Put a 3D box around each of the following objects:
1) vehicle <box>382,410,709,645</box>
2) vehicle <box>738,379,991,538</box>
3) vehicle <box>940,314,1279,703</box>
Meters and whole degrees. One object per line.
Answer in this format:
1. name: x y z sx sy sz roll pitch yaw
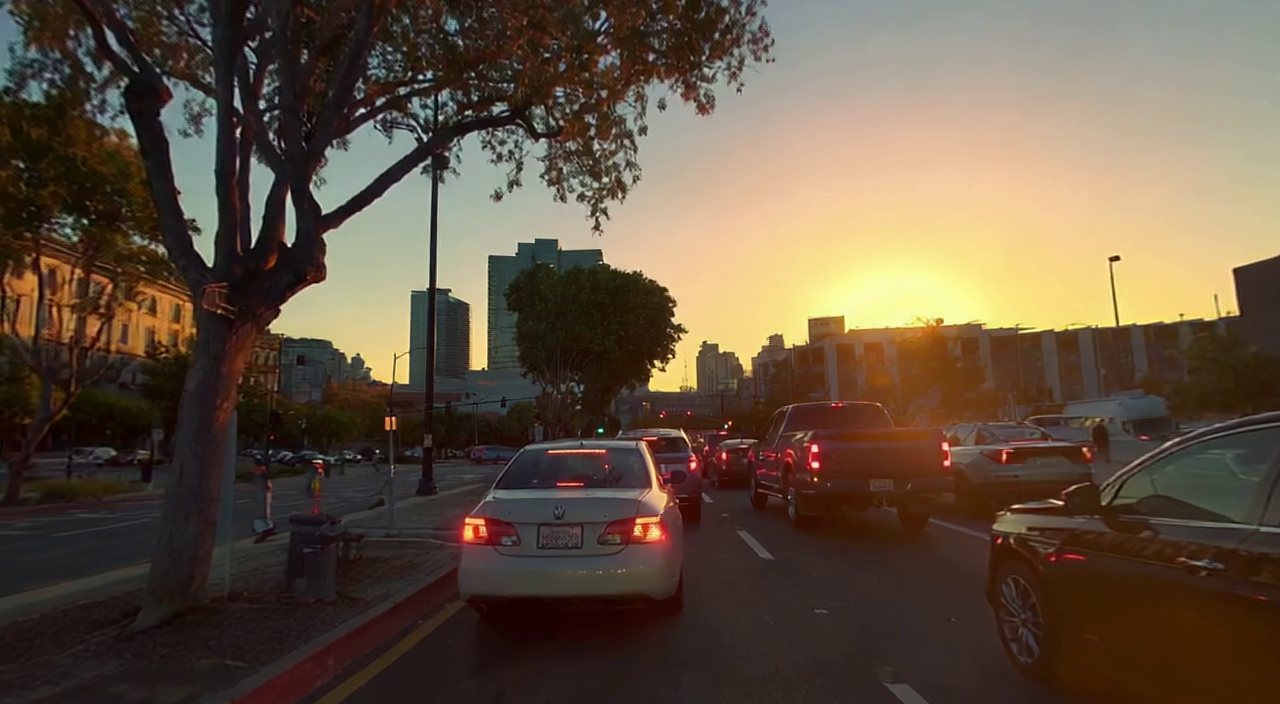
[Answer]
1. vehicle: -0.568 1.481 6.360 2.172 1.536 4.250 0 -8 2
2. vehicle: 3.550 1.896 11.666 2.497 2.186 5.890 0 -8 0
3. vehicle: 3.166 0.747 2.119 2.024 1.723 4.714 0 -8 1
